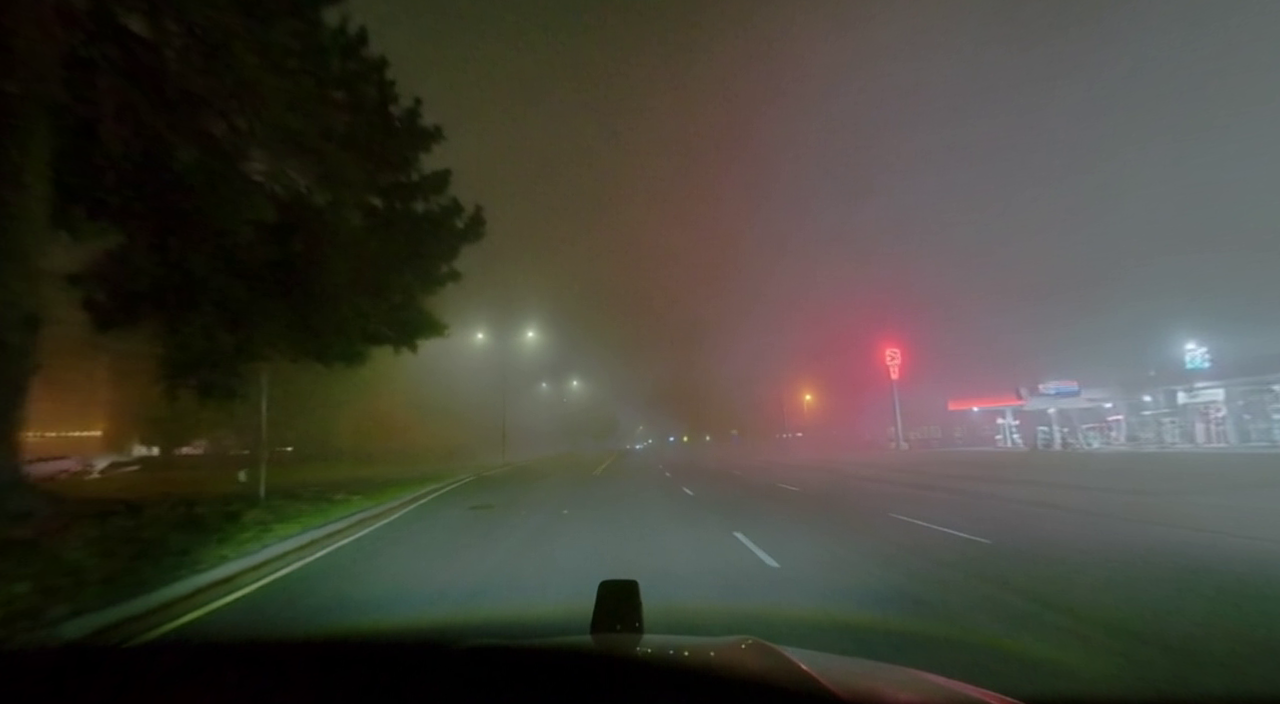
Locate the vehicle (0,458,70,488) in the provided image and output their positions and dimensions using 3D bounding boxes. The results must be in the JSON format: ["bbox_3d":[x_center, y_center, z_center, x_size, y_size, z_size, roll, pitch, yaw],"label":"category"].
[{"bbox_3d":[-37.297,7.261,37.869,4.316,1.603,1.815,-2,-9,-2],"label":"vehicle"}]
